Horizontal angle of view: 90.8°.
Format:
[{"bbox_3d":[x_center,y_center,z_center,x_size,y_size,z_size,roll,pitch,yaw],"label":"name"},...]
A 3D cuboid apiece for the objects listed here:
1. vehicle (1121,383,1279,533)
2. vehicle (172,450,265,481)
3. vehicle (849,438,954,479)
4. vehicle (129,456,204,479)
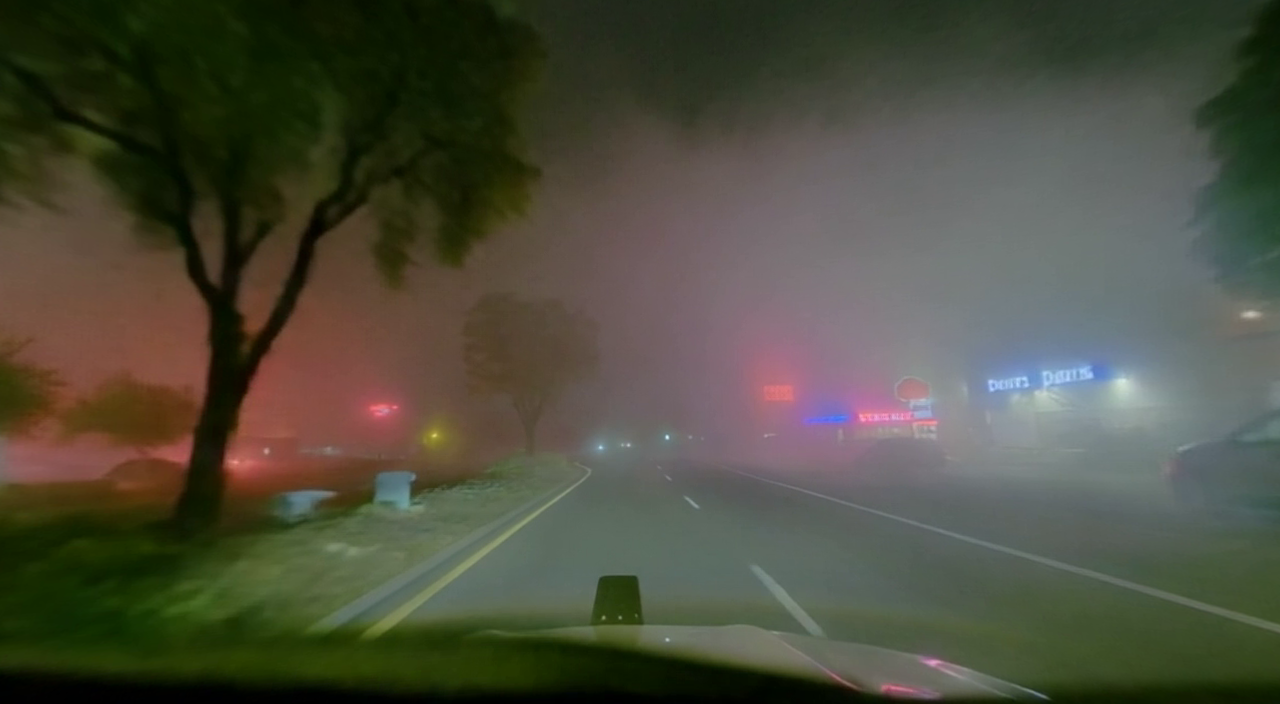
[{"bbox_3d":[10.275,1.430,8.545,2.610,2.072,5.985,0,-8,-3],"label":"vehicle"},{"bbox_3d":[-30.601,8.204,46.171,2.326,1.944,6.466,1,-8,0],"label":"vehicle"},{"bbox_3d":[10.164,4.160,25.015,2.034,1.437,4.728,0,-8,-2],"label":"vehicle"},{"bbox_3d":[-33.538,8.203,44.935,2.048,1.422,4.179,0,-8,1],"label":"vehicle"}]
